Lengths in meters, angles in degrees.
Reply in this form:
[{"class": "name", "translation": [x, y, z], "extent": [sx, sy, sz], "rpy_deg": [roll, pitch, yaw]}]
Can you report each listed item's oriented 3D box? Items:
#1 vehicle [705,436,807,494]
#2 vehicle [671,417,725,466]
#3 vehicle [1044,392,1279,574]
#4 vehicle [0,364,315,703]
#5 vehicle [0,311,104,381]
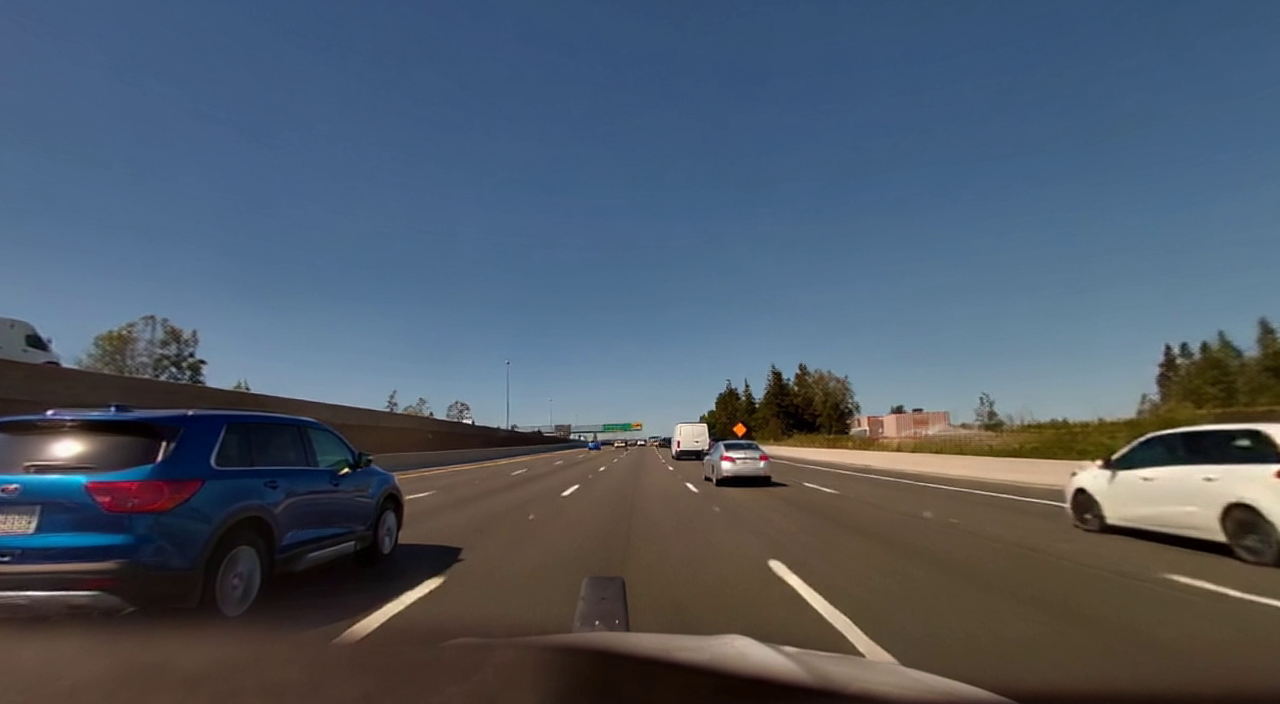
[{"class": "vehicle", "translation": [3.360, 3.391, 19.439], "extent": [2.108, 1.509, 5.059], "rpy_deg": [0, -8, -1]}, {"class": "vehicle", "translation": [3.429, 5.510, 38.911], "extent": [2.629, 2.718, 6.740], "rpy_deg": [0, -8, 0]}, {"class": "vehicle", "translation": [7.162, 1.382, 6.934], "extent": [2.184, 1.712, 4.856], "rpy_deg": [0, -8, -1]}, {"class": "vehicle", "translation": [-4.130, 1.010, 3.888], "extent": [2.000, 1.646, 4.201], "rpy_deg": [0, -8, 0]}, {"class": "vehicle", "translation": [-18.462, -0.232, 17.858], "extent": [2.044, 1.573, 4.964], "rpy_deg": [-1, -8, 3]}]
